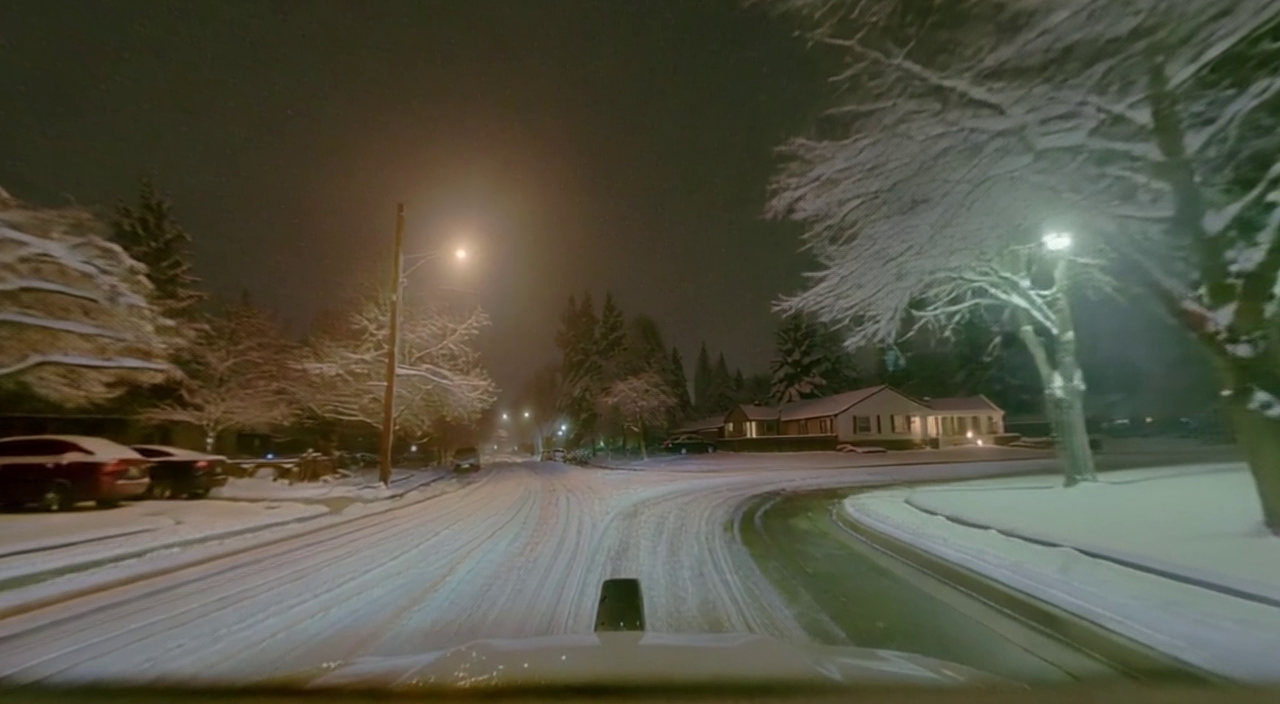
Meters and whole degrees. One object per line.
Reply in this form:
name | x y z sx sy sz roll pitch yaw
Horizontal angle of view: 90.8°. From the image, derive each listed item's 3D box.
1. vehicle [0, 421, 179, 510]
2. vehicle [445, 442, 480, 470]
vehicle | -14.713 2.863 15.511 5.045 1.835 2.315 -4 -9 0
vehicle | -12.485 7.341 44.607 2.152 1.826 4.725 2 -9 -14
